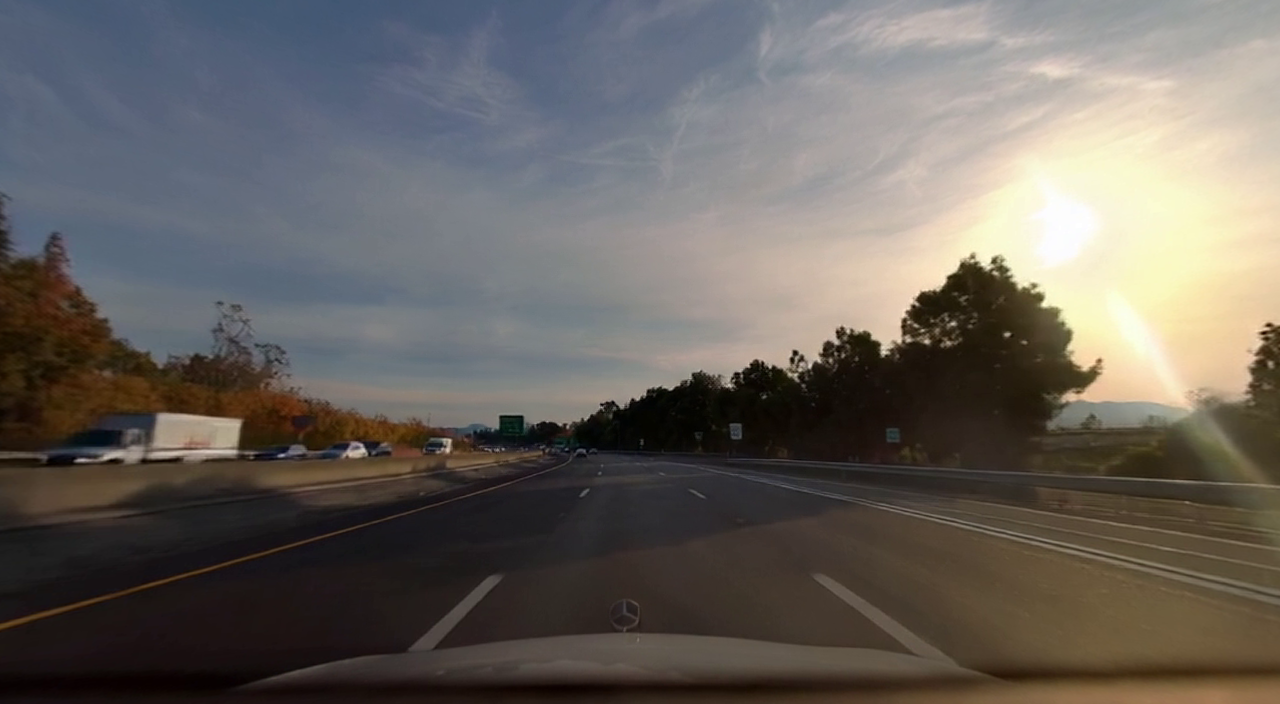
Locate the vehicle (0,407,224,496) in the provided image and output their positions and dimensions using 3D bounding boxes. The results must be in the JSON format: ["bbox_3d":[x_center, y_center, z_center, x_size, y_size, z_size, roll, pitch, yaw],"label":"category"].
[{"bbox_3d":[-14.556,2.763,17.464,2.201,2.054,5.510,0,-9,-1],"label":"vehicle"}]

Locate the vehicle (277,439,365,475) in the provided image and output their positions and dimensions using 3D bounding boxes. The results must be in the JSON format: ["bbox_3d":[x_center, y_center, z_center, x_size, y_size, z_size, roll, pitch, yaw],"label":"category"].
[{"bbox_3d":[-15.154,5.020,30.098,1.906,1.558,4.561,0,-9,-2],"label":"vehicle"}]

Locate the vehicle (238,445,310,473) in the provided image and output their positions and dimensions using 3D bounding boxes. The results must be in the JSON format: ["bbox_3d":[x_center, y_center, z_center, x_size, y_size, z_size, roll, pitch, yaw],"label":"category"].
[{"bbox_3d":[-20.509,6.004,35.325,1.804,1.484,3.917,0,-9,-3],"label":"vehicle"}]

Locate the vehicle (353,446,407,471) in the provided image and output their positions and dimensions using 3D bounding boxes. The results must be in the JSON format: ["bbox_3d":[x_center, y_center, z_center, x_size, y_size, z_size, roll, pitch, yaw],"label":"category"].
[{"bbox_3d":[-15.989,6.574,38.763,1.750,1.437,3.997,0,-9,-3],"label":"vehicle"}]

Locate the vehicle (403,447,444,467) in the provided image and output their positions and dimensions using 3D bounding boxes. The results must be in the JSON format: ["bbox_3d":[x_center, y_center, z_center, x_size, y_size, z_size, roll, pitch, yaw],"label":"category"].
[{"bbox_3d":[-16.492,8.023,47.980,1.791,1.478,4.072,0,-9,-2],"label":"vehicle"}]
